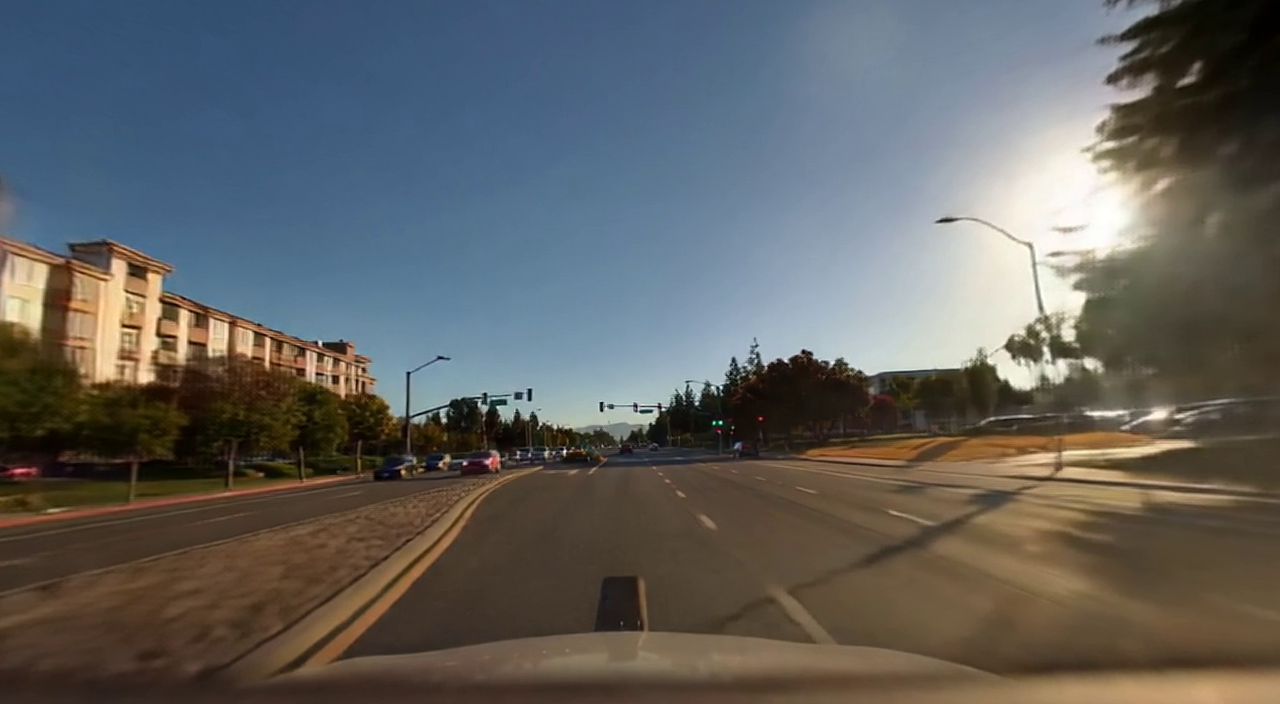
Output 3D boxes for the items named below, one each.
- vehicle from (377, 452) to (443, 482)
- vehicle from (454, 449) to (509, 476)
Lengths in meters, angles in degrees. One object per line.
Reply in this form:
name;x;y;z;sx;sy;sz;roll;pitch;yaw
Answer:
vehicle;-12.735;6.395;35.340;1.973;1.485;4.616;0;-9;0
vehicle;-9.259;6.500;37.352;2.140;1.460;4.449;0;-9;0
